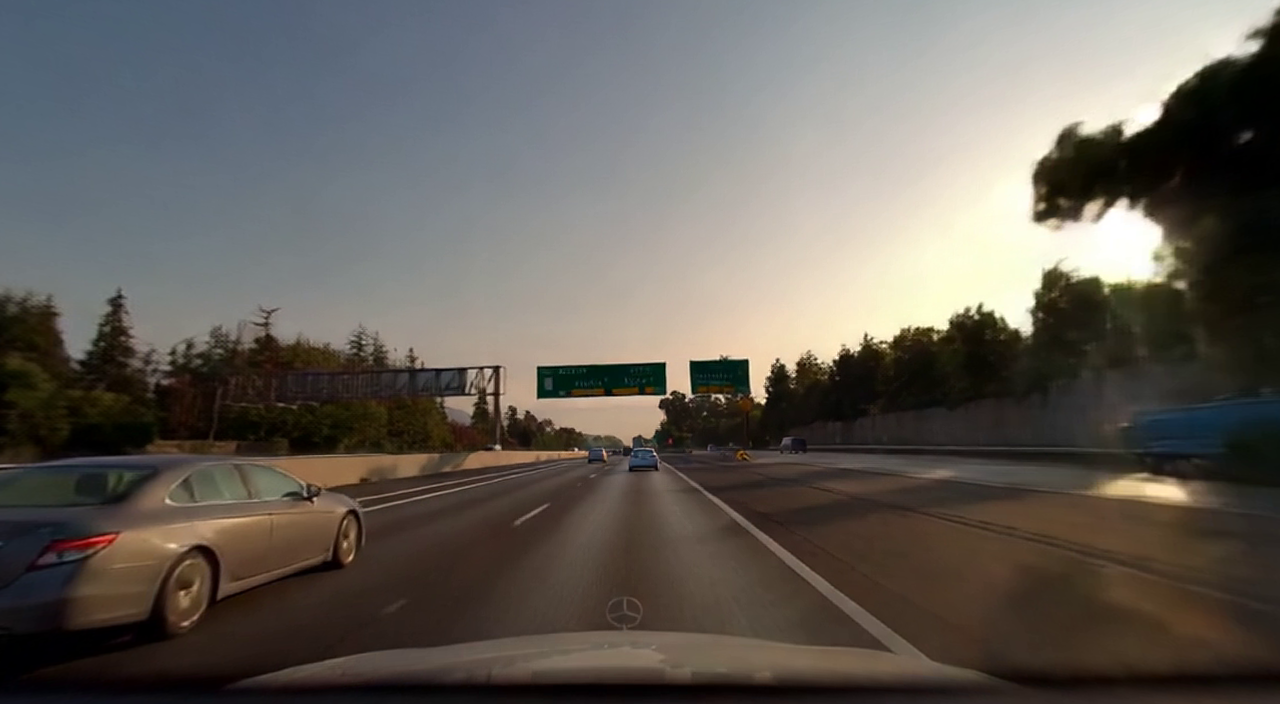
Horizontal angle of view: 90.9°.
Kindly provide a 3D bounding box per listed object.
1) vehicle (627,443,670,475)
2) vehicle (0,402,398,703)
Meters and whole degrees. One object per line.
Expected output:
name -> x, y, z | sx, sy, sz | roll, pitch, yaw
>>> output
vehicle -> 0.385, 5.310, 31.419 | 2.002, 1.449, 3.612 | 0, -9, 0
vehicle -> -3.747, 1.281, 4.885 | 2.062, 1.474, 4.151 | 0, -9, 0
